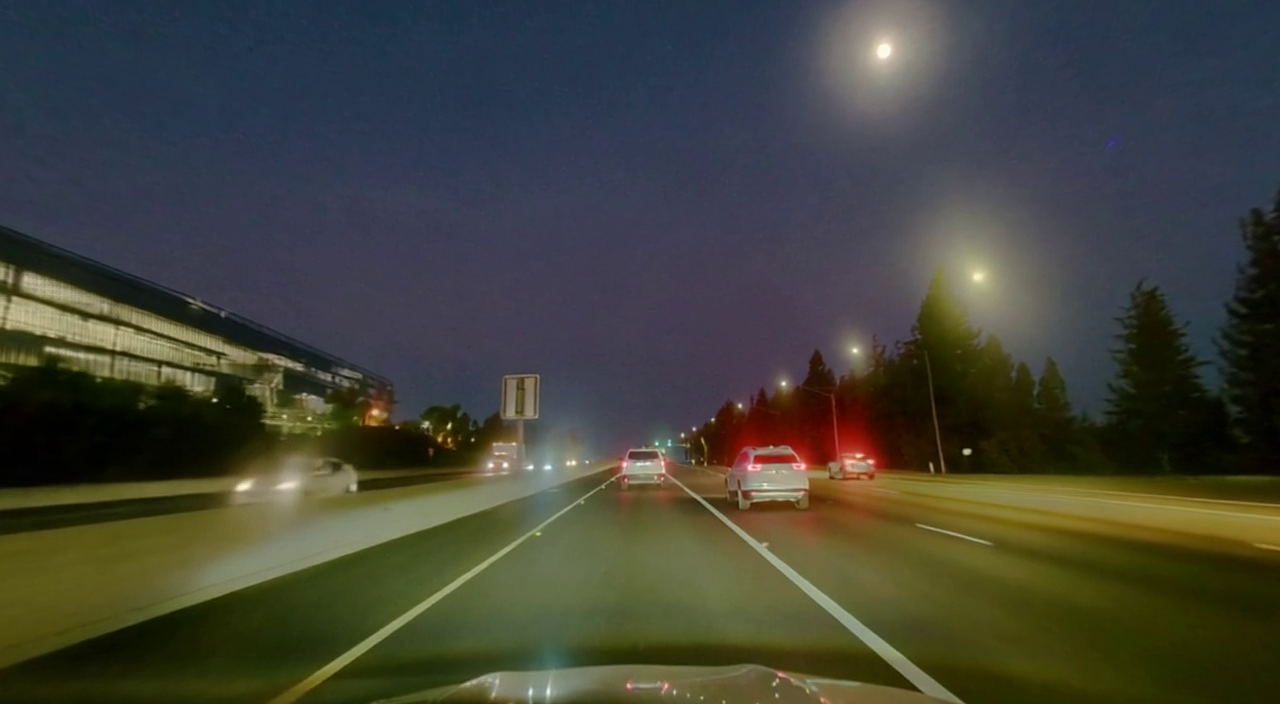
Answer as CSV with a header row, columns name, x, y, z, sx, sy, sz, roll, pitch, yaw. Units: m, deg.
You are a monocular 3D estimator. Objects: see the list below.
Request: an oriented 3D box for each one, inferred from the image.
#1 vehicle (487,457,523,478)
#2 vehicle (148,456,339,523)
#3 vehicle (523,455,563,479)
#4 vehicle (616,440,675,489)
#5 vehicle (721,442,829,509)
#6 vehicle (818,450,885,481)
name,x,y,z,sx,sy,sz,roll,pitch,yaw
vehicle,-10.360,8.892,48.666,1.810,1.486,3.800,0,-8,1
vehicle,-10.542,3.655,17.330,2.146,1.479,4.671,0,-8,1
vehicle,-6.460,7.731,42.660,1.830,1.466,5.021,0,-9,1
vehicle,0.224,4.692,26.638,2.290,1.862,4.454,0,-8,1
vehicle,3.557,3.317,17.431,2.042,1.592,4.047,0,-8,-1
vehicle,11.266,6.070,34.010,1.985,1.503,4.842,0,-8,0
